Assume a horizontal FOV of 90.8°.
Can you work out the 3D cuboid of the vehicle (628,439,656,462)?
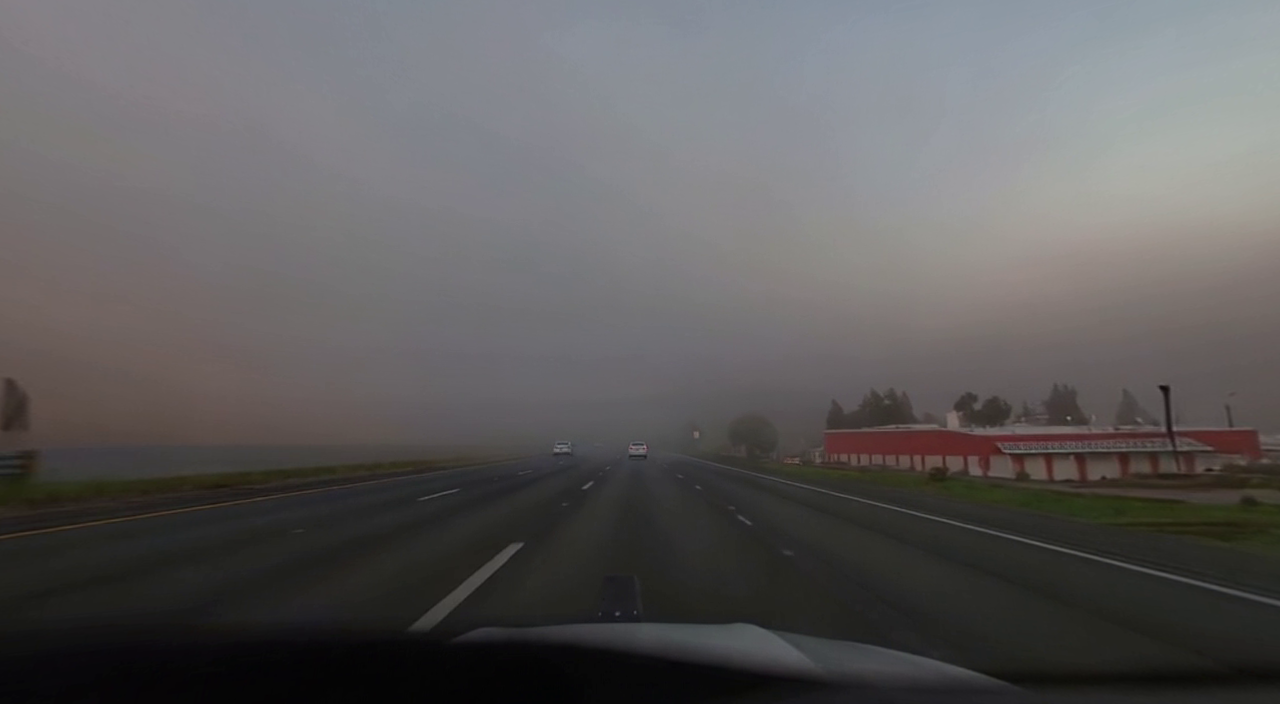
[{"bbox_3d":[0.156,7.535,48.245,2.073,1.635,4.195,0,-9,0],"label":"vehicle"}]
